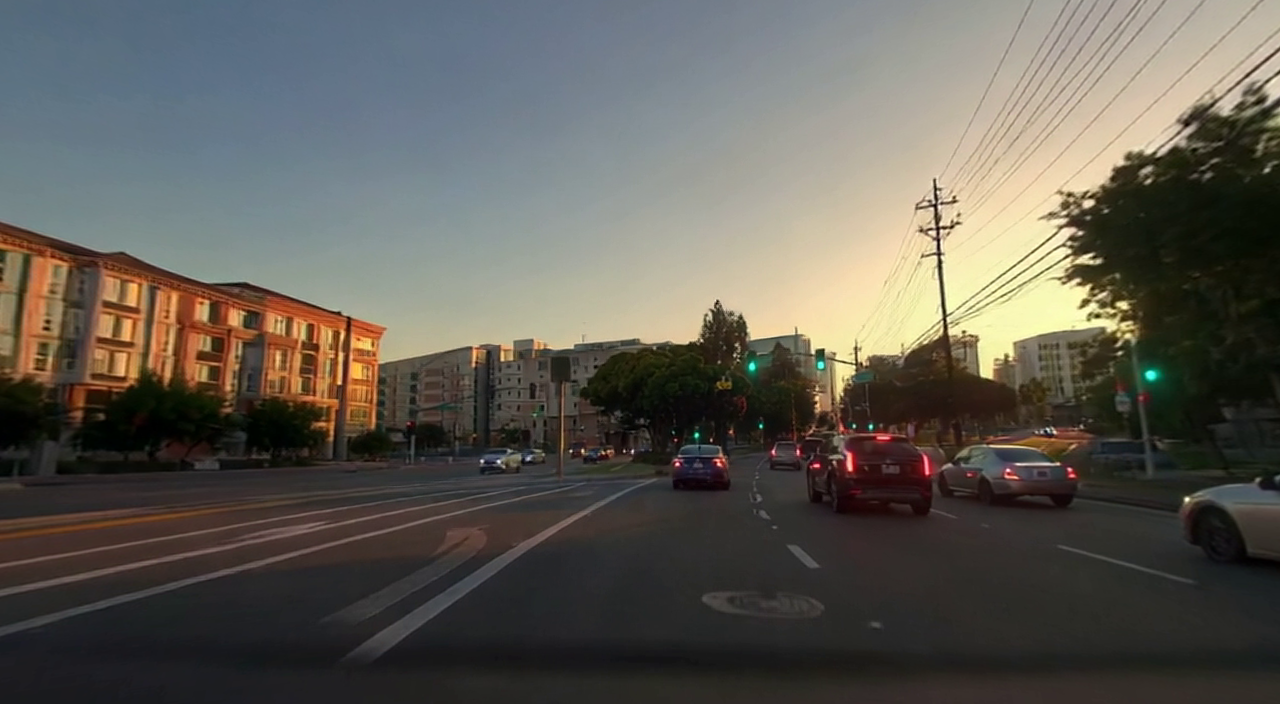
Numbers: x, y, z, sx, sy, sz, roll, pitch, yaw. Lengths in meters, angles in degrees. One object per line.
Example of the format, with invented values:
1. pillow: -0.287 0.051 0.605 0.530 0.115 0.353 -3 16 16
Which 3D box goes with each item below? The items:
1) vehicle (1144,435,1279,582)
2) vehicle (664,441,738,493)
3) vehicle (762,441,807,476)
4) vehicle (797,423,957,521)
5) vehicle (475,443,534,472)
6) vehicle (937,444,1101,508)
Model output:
1. vehicle: 7.363 1.492 5.783 1.866 1.471 4.478 0 -9 2
2. vehicle: 2.126 3.753 20.974 2.168 1.527 4.174 -2 -9 9
3. vehicle: 7.161 5.290 31.510 1.896 1.612 4.203 -2 -9 9
4. vehicle: 5.062 2.614 14.321 2.119 1.810 4.848 -1 -9 5
5. vehicle: -8.674 6.805 40.840 2.057 1.705 4.754 -2 -9 10
6. vehicle: 9.857 3.223 16.906 1.882 1.463 4.543 -1 -9 5
